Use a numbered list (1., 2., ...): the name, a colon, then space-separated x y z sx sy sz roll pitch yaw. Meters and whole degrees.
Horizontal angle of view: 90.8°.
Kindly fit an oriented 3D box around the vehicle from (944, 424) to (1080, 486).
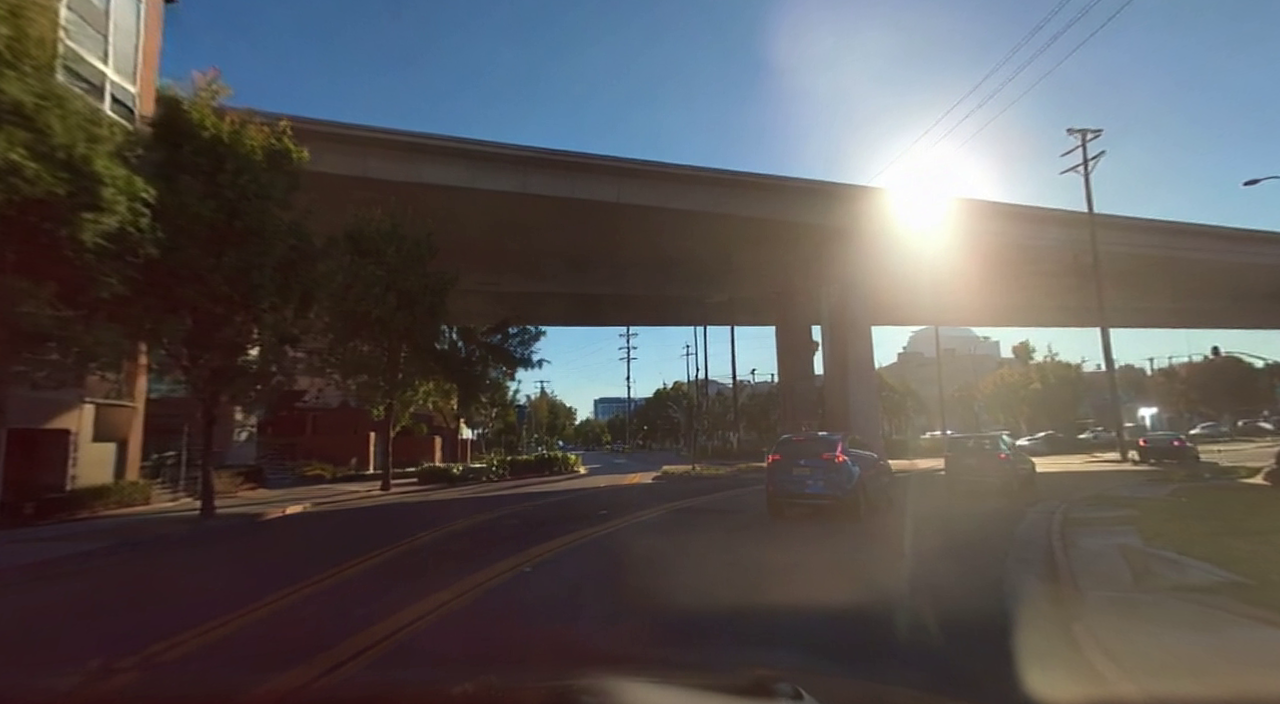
1. vehicle: 12.962 3.545 21.931 4.771 1.885 2.241 6 -11 -36

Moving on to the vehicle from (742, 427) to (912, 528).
1. vehicle: 3.889 2.359 12.543 2.087 1.578 4.652 -5 -10 30

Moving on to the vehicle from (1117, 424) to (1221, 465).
1. vehicle: 24.974 4.368 29.799 4.310 1.762 1.995 4 -9 -25
